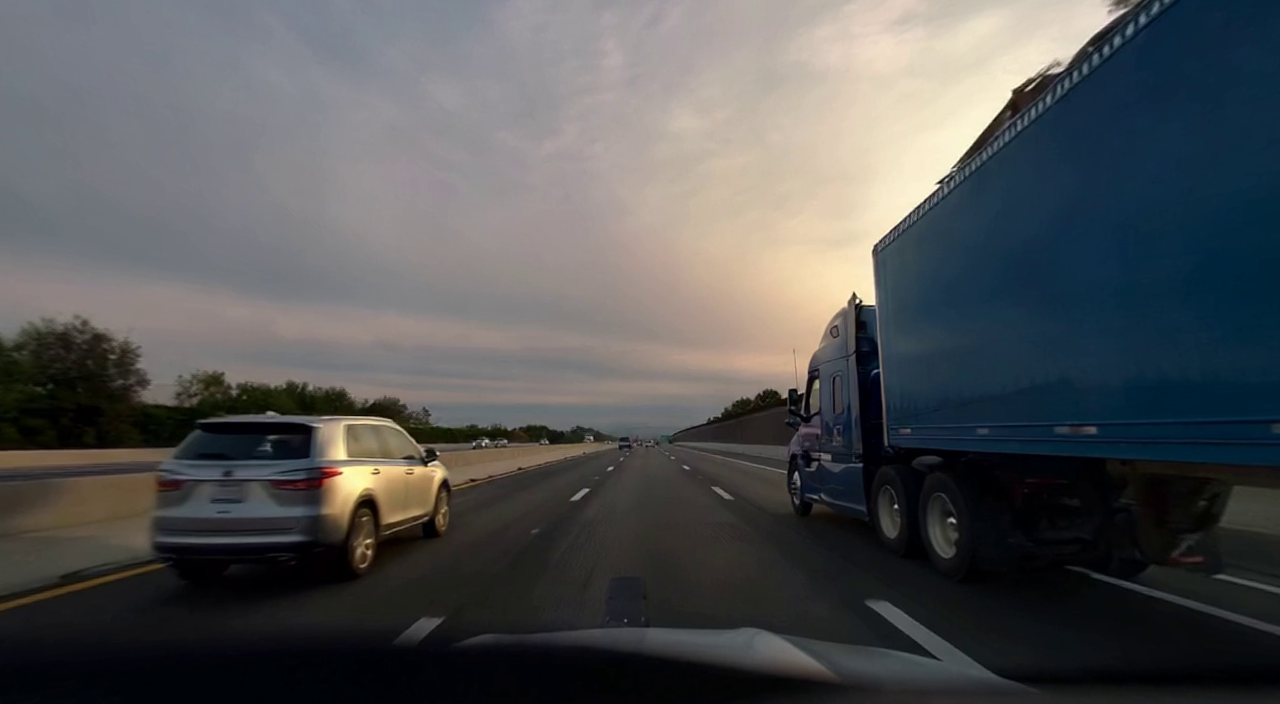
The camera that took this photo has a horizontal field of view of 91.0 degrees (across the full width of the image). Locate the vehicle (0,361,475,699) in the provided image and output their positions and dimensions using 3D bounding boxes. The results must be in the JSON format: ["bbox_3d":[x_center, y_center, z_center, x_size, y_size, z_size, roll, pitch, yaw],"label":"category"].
[{"bbox_3d":[-3.222,1.226,5.606,2.189,1.707,4.692,0,-8,1],"label":"vehicle"}]

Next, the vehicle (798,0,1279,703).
[{"bbox_3d":[3.922,-0.289,2.825,2.989,4.067,13.991,0,-8,1],"label":"vehicle"}]
